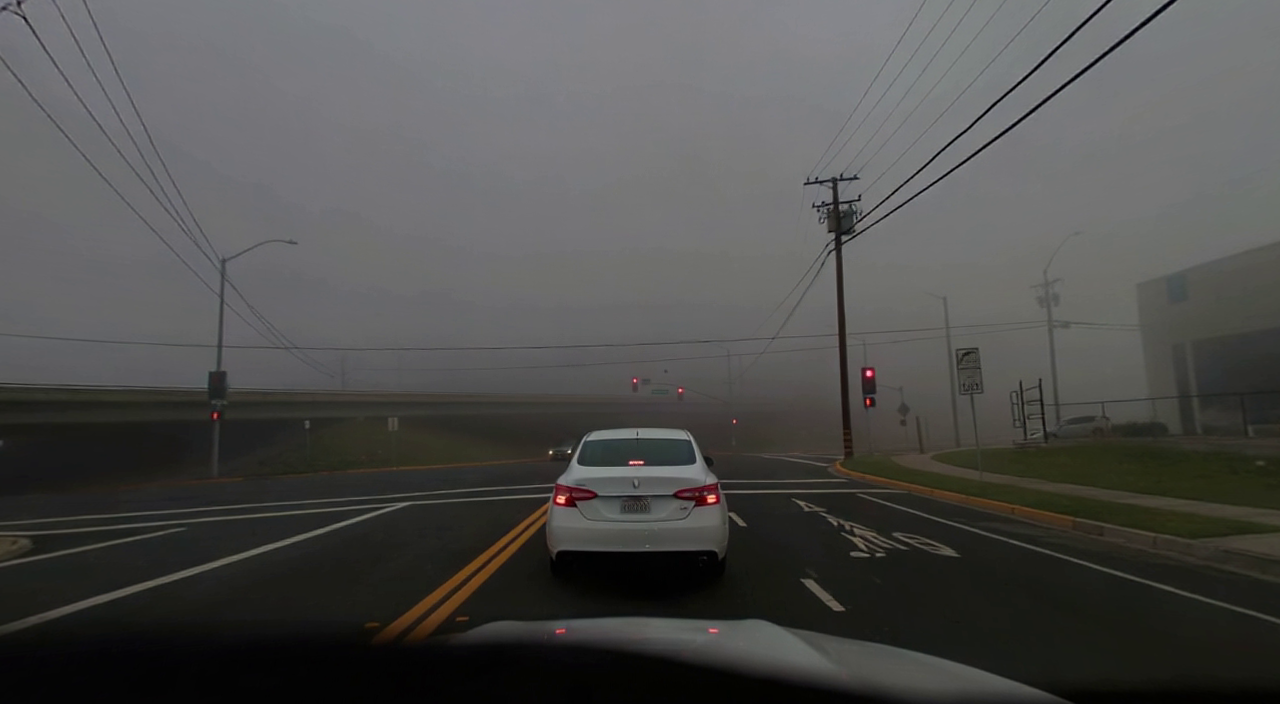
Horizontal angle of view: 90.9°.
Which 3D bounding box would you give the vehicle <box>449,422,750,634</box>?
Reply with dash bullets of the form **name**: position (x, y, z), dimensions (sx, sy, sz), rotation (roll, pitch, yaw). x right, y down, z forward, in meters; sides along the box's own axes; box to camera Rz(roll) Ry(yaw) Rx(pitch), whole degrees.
- **vehicle**: position (-0.245, 1.533, 6.468), dimensions (2.090, 1.458, 4.033), rotation (-1, -9, 1)
